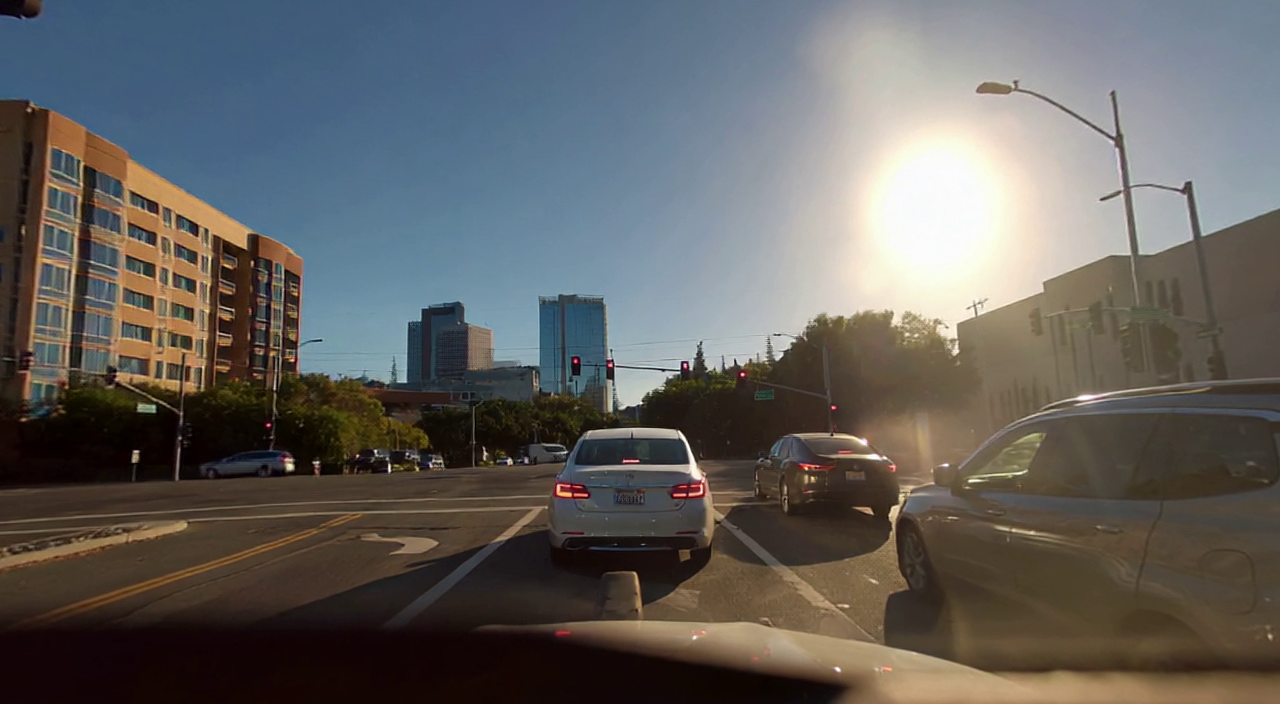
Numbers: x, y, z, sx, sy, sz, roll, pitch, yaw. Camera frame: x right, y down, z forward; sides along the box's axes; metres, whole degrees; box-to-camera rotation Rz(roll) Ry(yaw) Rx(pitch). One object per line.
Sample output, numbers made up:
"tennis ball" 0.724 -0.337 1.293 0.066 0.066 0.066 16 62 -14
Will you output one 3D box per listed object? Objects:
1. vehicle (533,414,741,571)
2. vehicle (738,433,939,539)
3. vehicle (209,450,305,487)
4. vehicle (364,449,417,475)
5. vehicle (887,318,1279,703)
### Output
"vehicle" -0.079 1.783 8.760 2.188 1.637 4.027 0 -8 -1
"vehicle" 3.144 2.216 11.154 2.001 1.463 4.398 0 -8 -2
"vehicle" -20.623 6.236 34.048 4.448 1.837 2.021 -3 -9 21
"vehicle" -18.755 8.261 47.763 2.026 1.836 4.726 0 -8 0
"vehicle" 3.003 0.865 2.674 2.103 1.701 4.294 0 -8 -1
